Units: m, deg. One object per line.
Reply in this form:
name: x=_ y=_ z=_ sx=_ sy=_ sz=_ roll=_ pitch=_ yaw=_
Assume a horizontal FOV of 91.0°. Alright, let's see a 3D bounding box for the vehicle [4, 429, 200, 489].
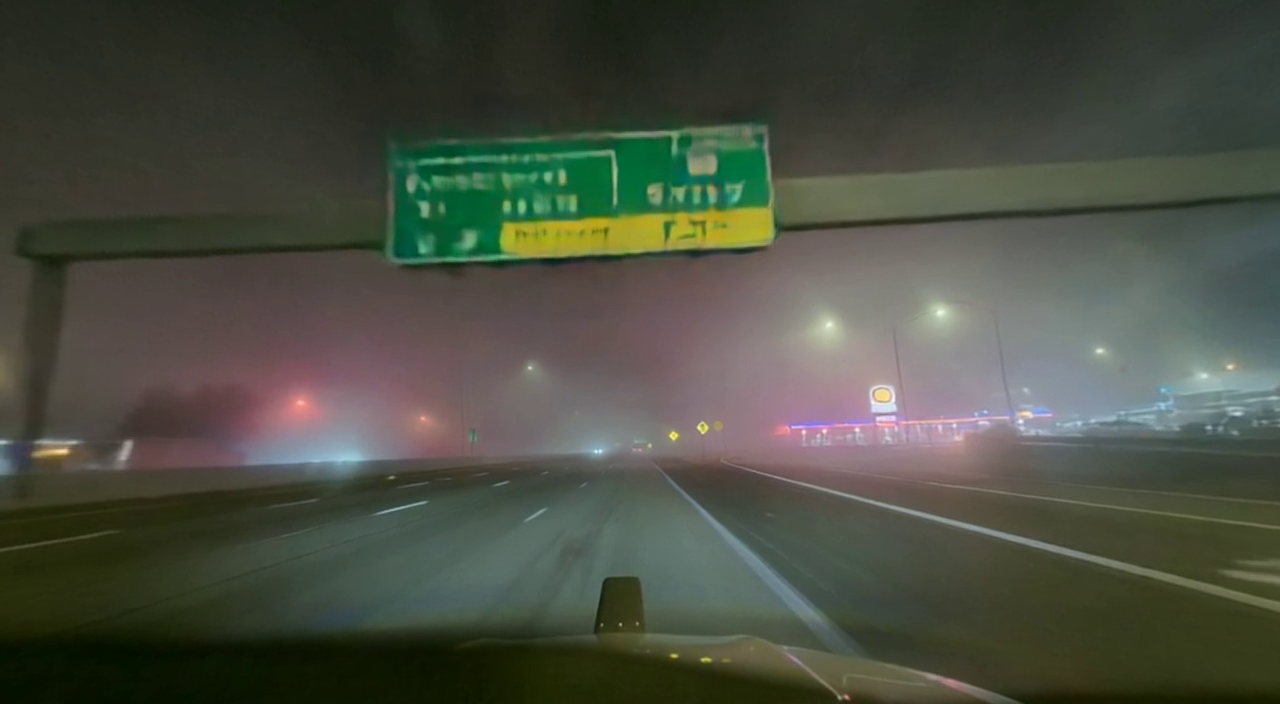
vehicle: x=-31.597 y=6.356 z=37.880 sx=2.984 sy=3.100 sz=9.755 roll=0 pitch=-9 yaw=1
